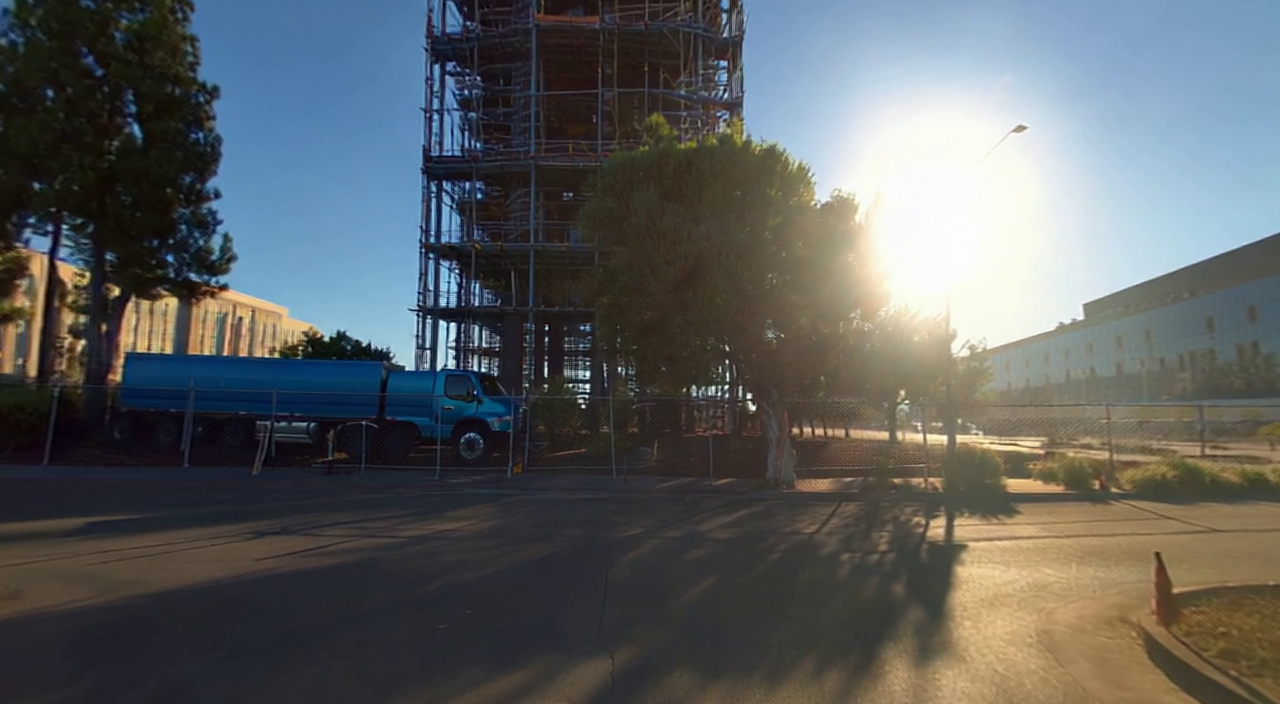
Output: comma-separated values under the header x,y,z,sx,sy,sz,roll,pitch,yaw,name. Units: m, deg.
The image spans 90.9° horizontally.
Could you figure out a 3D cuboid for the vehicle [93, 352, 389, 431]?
x,y,z,sx,sy,sz,roll,pitch,yaw,name
-22.385,2.483,36.620,14.067,4.099,2.832,2,-8,-15,vehicle
